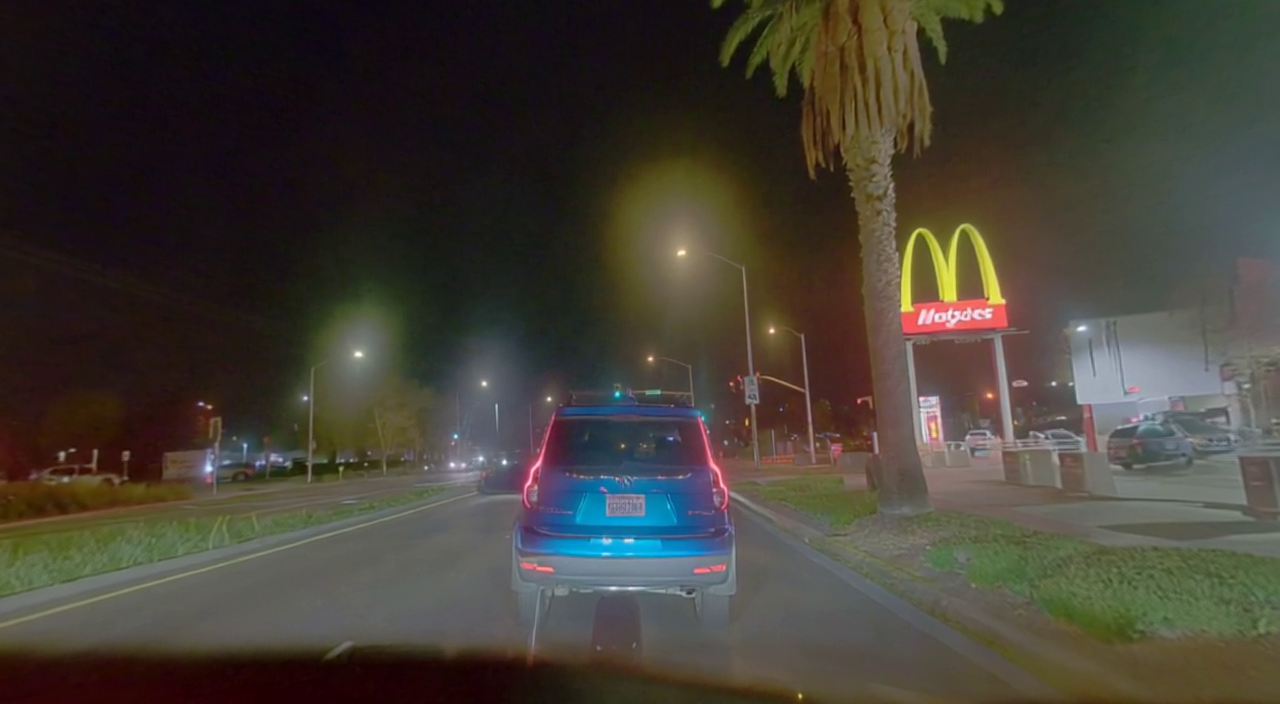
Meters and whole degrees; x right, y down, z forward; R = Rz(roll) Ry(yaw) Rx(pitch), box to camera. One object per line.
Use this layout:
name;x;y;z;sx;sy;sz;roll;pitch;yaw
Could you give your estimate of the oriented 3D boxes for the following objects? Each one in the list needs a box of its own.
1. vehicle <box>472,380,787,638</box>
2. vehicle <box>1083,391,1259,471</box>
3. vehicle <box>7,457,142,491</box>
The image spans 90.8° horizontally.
vehicle;-0.124;1.404;6.521;2.234;1.818;3.869;0;-9;-2
vehicle;16.101;2.460;19.052;6.060;2.047;2.490;6;-11;-36
vehicle;-27.958;6.023;31.471;4.593;1.528;1.979;5;-10;-29
